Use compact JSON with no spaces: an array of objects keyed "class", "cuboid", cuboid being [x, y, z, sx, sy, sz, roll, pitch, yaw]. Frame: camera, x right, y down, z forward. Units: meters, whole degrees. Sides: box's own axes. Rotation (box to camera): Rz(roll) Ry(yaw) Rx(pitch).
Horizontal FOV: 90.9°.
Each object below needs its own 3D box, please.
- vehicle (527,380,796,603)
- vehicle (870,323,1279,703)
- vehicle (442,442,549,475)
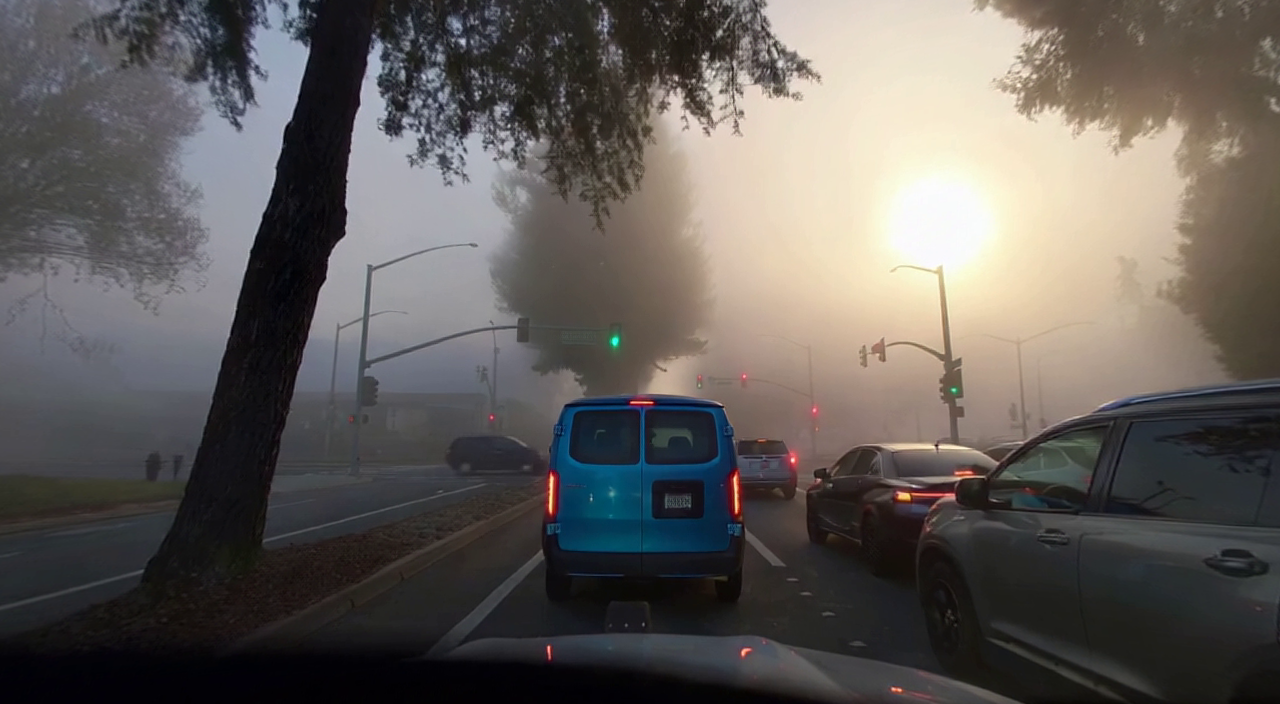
[{"class":"vehicle","cuboid":[0.188,1.464,7.433,2.185,1.822,4.391,0,-8,0]},{"class":"vehicle","cuboid":[2.913,0.945,3.167,1.971,1.663,4.287,0,-8,2]},{"class":"vehicle","cuboid":[-6.874,5.126,30.413,4.789,1.514,1.866,0,-8,-4]}]
